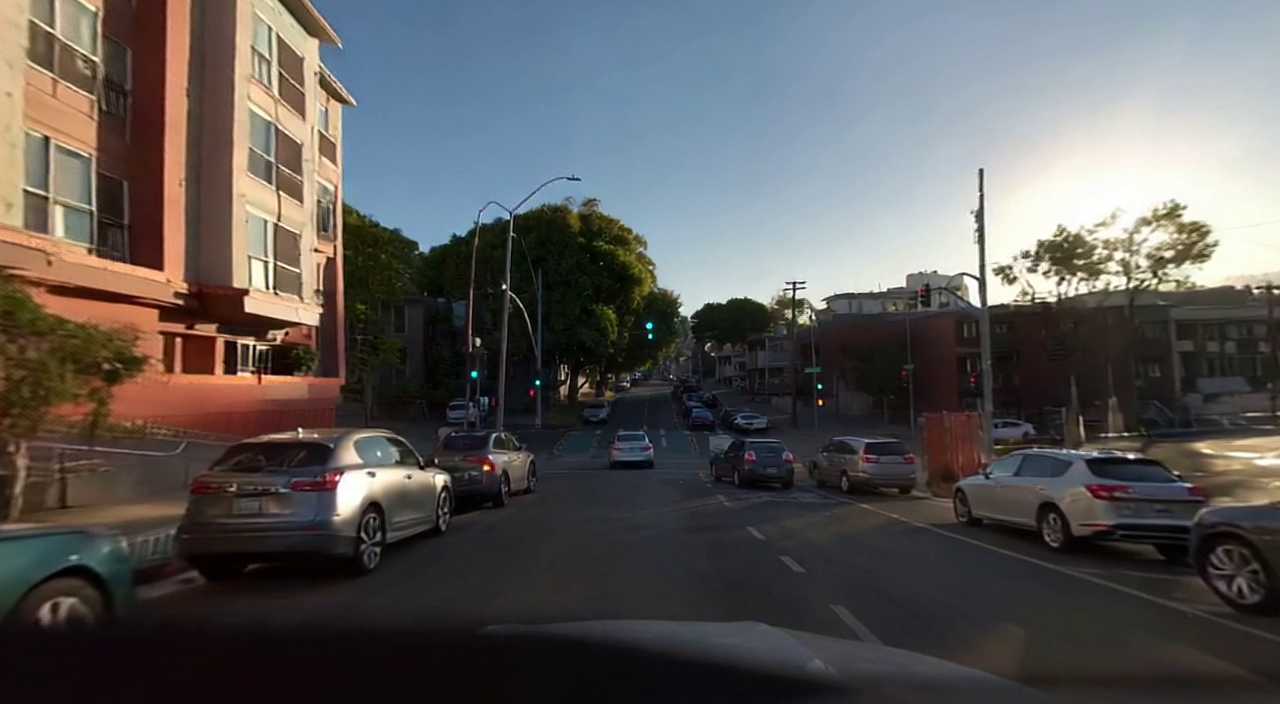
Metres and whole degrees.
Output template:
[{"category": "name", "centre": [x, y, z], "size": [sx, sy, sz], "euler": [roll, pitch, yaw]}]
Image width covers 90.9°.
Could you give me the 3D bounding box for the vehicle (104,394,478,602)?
[{"category": "vehicle", "centre": [-3.457, 1.529, 7.478], "size": [1.922, 1.704, 4.398], "euler": [0, -8, 0]}]

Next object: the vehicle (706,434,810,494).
[{"category": "vehicle", "centre": [3.149, 3.099, 17.826], "size": [2.055, 1.450, 4.676], "euler": [0, -8, 0]}]

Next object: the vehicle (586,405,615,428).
[{"category": "vehicle", "centre": [-2.817, 4.679, 45.492], "size": [1.878, 1.521, 3.697], "euler": [0, -8, -1]}]

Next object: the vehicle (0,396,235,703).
[{"category": "vehicle", "centre": [-3.542, 0.809, 1.711], "size": [1.869, 1.491, 4.458], "euler": [0, -8, 1]}]

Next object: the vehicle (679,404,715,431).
[{"category": "vehicle", "centre": [3.788, 4.452, 42.312], "size": [2.093, 1.655, 4.327], "euler": [0, -8, 1]}]

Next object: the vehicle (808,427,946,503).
[{"category": "vehicle", "centre": [6.137, 2.971, 17.022], "size": [1.999, 1.752, 4.502], "euler": [0, -8, 1]}]

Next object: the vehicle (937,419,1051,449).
[{"category": "vehicle", "centre": [18.435, 4.310, 32.981], "size": [4.738, 1.537, 1.960], "euler": [0, -8, 2]}]

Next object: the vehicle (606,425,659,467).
[{"category": "vehicle", "centre": [-0.242, 3.656, 24.560], "size": [1.923, 1.460, 3.923], "euler": [0, -8, 1]}]

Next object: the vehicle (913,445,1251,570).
[{"category": "vehicle", "centre": [6.154, 2.157, 9.656], "size": [1.962, 1.438, 4.440], "euler": [0, -8, 0]}]
